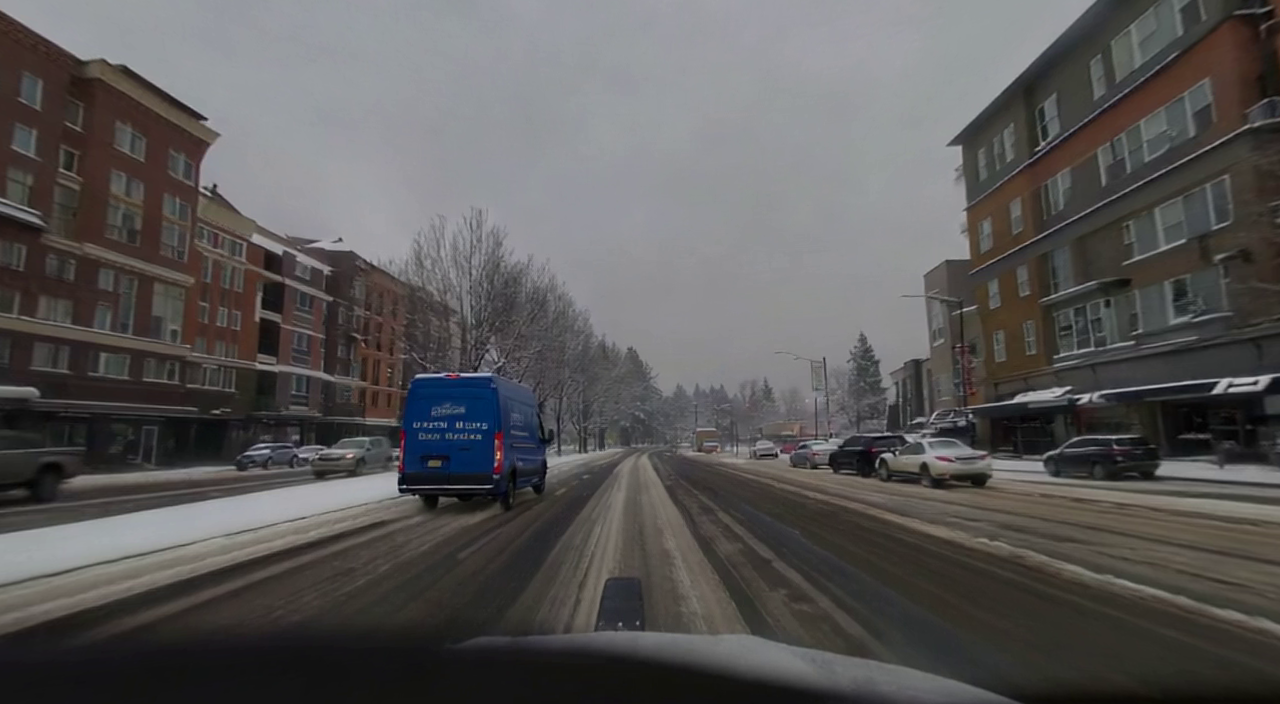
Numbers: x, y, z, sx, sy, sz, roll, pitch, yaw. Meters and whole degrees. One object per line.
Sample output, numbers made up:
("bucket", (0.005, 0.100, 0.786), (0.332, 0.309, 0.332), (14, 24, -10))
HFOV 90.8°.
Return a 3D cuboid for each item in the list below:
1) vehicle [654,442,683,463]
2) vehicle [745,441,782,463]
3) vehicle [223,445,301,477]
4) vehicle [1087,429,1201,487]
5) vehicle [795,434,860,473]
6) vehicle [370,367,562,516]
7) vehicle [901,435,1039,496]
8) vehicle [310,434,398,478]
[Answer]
("vehicle", (2.122, 7.656, 48.354), (1.878, 1.534, 4.120), (0, -8, -3))
("vehicle", (9.045, 7.335, 46.462), (1.850, 1.477, 3.520), (0, -8, -2))
("vehicle", (-22.994, 6.608, 38.661), (1.916, 1.782, 4.572), (-1, -8, 1))
("vehicle", (16.474, 3.390, 20.574), (4.793, 1.656, 1.728), (6, -10, -38))
("vehicle", (8.998, 4.896, 30.690), (1.766, 1.725, 4.221), (0, -8, -2))
("vehicle", (-3.967, 2.324, 16.555), (2.763, 2.974, 7.562), (0, -8, 1))
("vehicle", (9.085, 3.136, 17.813), (1.802, 1.504, 3.797), (0, -8, -1))
("vehicle", (-13.352, 4.872, 29.868), (2.041, 1.863, 4.639), (0, -8, -2))
